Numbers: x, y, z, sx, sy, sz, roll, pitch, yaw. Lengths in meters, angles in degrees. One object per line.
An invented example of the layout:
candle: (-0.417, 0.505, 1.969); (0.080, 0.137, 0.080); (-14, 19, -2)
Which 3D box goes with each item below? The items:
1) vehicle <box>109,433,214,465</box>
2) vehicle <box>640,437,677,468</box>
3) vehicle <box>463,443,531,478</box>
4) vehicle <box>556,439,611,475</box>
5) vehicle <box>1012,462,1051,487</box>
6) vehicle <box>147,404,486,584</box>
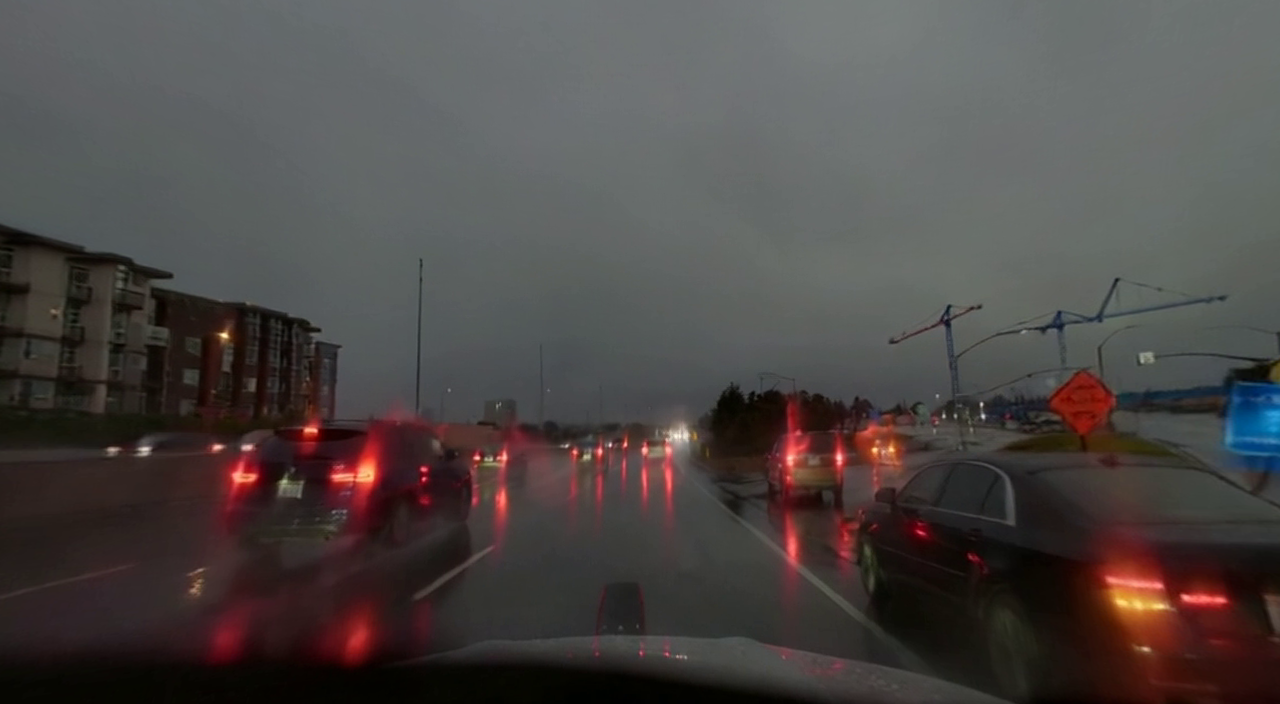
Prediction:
vehicle: (-26.516, 5.396, 35.169); (1.878, 1.670, 4.803); (0, -8, 3)
vehicle: (1.126, 6.209, 38.934); (2.116, 1.763, 4.352); (0, -8, 1)
vehicle: (-6.583, 5.024, 29.507); (1.959, 1.486, 4.460); (0, -8, 2)
vehicle: (-2.755, 5.271, 31.806); (2.109, 1.657, 4.554); (0, -8, 4)
vehicle: (28.063, 8.749, 45.219); (1.873, 1.547, 4.240); (-4, -9, 25)
vehicle: (-3.689, 1.699, 8.369); (2.045, 1.710, 4.382); (0, -8, 2)
